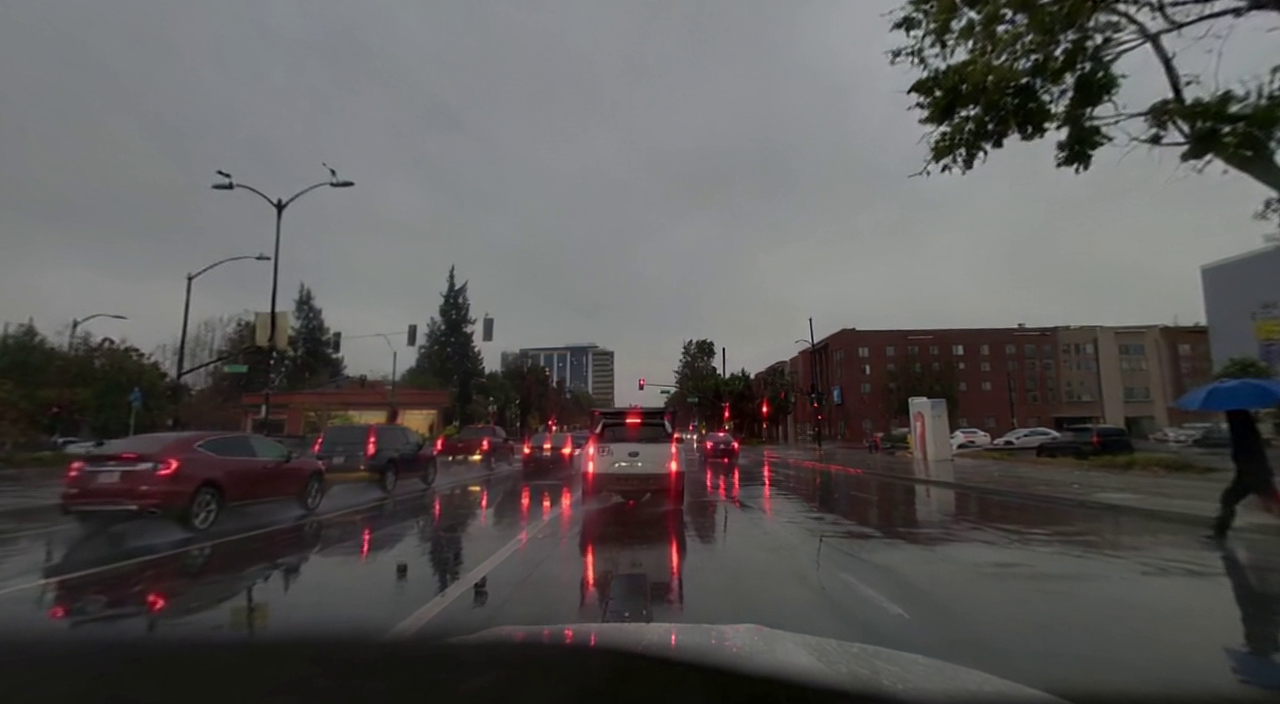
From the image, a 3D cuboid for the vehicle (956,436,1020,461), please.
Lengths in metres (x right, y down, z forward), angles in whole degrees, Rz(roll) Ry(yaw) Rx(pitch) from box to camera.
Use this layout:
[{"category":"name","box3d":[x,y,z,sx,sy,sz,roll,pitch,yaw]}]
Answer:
[{"category":"vehicle","box3d":[20.804,5.760,37.678,3.836,1.443,1.694,5,-10,-34]}]

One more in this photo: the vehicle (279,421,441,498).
[{"category":"vehicle","box3d":[-6.845,2.683,16.078,1.941,1.655,4.503,0,-8,2]}]

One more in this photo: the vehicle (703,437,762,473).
[{"category":"vehicle","box3d":[3.900,4.426,27.317,2.023,1.441,4.240,0,-8,2]}]

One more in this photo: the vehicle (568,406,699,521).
[{"category":"vehicle","box3d":[-0.098,2.083,12.208,2.064,1.817,4.298,0,-8,0]}]

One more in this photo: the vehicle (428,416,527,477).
[{"category":"vehicle","box3d":[-6.106,3.649,24.306,2.496,2.112,4.351,0,-8,2]}]

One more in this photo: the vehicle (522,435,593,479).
[{"category":"vehicle","box3d":[-2.950,3.844,23.331,1.894,1.461,4.080,0,-8,3]}]

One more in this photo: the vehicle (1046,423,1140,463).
[{"category":"vehicle","box3d":[19.847,3.977,27.589,4.156,1.622,1.924,6,-10,-34]}]

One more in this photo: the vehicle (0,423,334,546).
[{"category":"vehicle","box3d":[-6.800,1.917,9.806,1.831,1.451,4.382,0,-8,0]}]

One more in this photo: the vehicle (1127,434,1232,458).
[{"category":"vehicle","box3d":[29.982,5.232,35.123,4.176,1.313,1.719,0,-8,3]}]
